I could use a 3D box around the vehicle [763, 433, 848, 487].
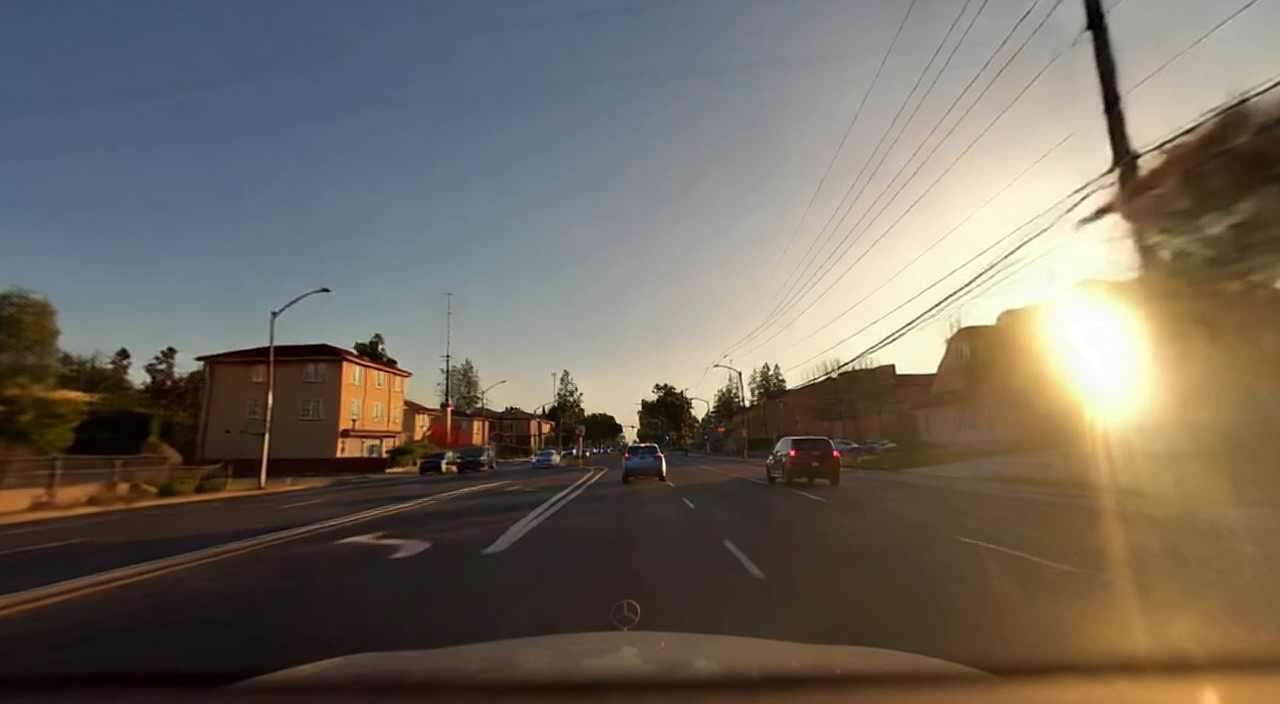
[{"bbox_3d":[6.282,4.142,24.432,2.061,1.889,4.268,0,-9,-1],"label":"vehicle"}]

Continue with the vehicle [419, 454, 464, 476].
[{"bbox_3d":[-14.722,8.380,47.017,1.945,1.504,4.362,0,-9,0],"label":"vehicle"}]

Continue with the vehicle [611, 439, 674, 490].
[{"bbox_3d":[0.062,4.144,23.560,2.138,1.702,4.168,0,-9,-1],"label":"vehicle"}]

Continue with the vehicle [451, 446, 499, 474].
[{"bbox_3d":[-11.164,7.333,42.937,2.078,1.825,4.611,0,-9,0],"label":"vehicle"}]
